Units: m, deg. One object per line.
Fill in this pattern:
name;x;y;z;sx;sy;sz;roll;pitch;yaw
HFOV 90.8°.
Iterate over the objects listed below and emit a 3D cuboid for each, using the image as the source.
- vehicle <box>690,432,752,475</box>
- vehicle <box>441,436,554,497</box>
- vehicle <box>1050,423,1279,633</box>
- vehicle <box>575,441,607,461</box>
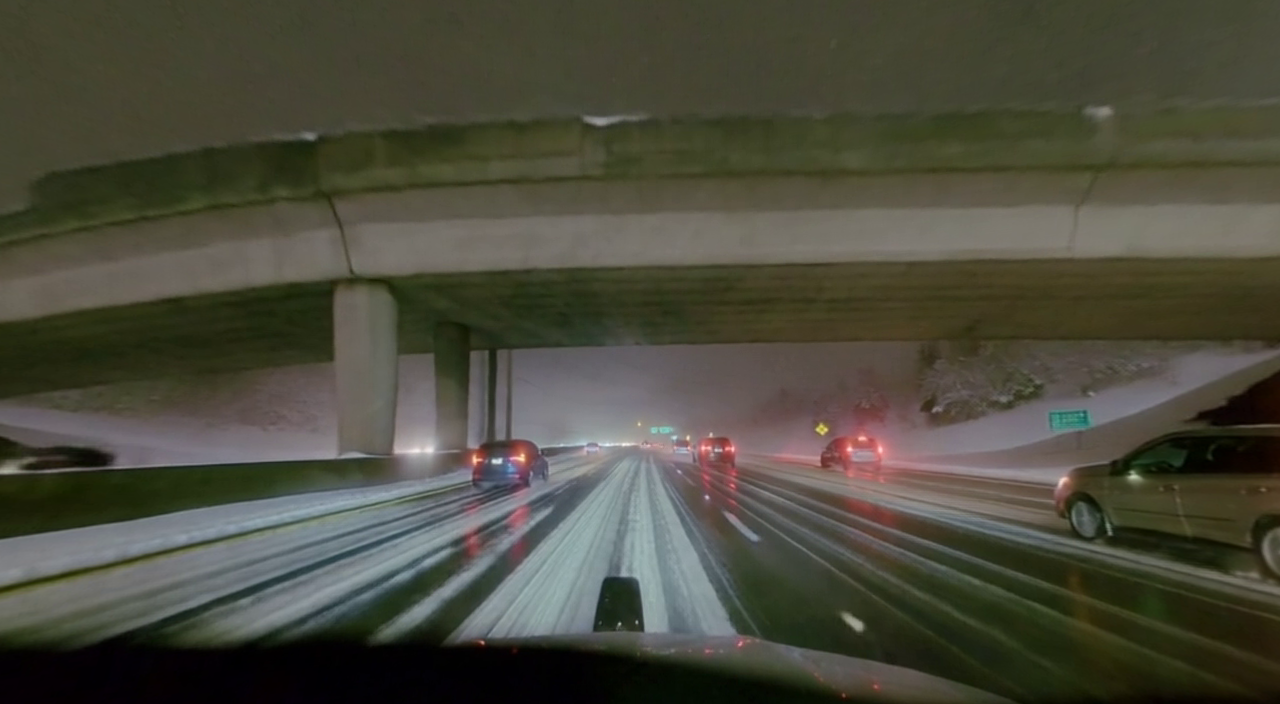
vehicle;3.481;4.478;28.025;2.072;1.761;4.242;0;-8;-1
vehicle;-3.809;3.159;17.848;1.997;1.476;4.703;0;-8;1
vehicle;5.549;1.304;4.854;1.989;1.472;4.322;0;-8;2
vehicle;-3.738;7.636;48.862;2.047;1.464;4.387;0;-8;1
